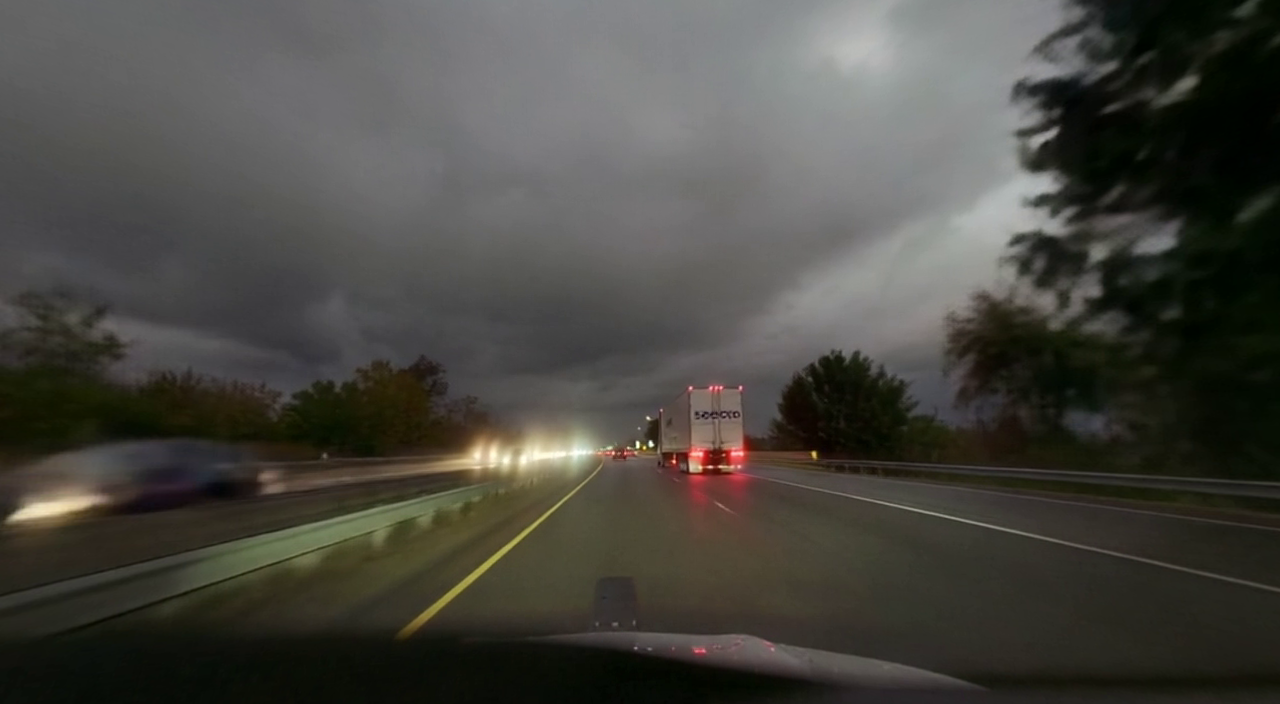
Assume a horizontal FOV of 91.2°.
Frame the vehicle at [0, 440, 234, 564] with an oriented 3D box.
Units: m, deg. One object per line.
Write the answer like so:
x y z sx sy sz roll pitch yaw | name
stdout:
-9.066 2.222 10.066 1.957 1.538 4.733 0 -9 -1 | vehicle

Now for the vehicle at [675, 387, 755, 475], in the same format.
3.602 4.192 32.633 2.892 3.928 8.380 0 -9 -1 | vehicle
